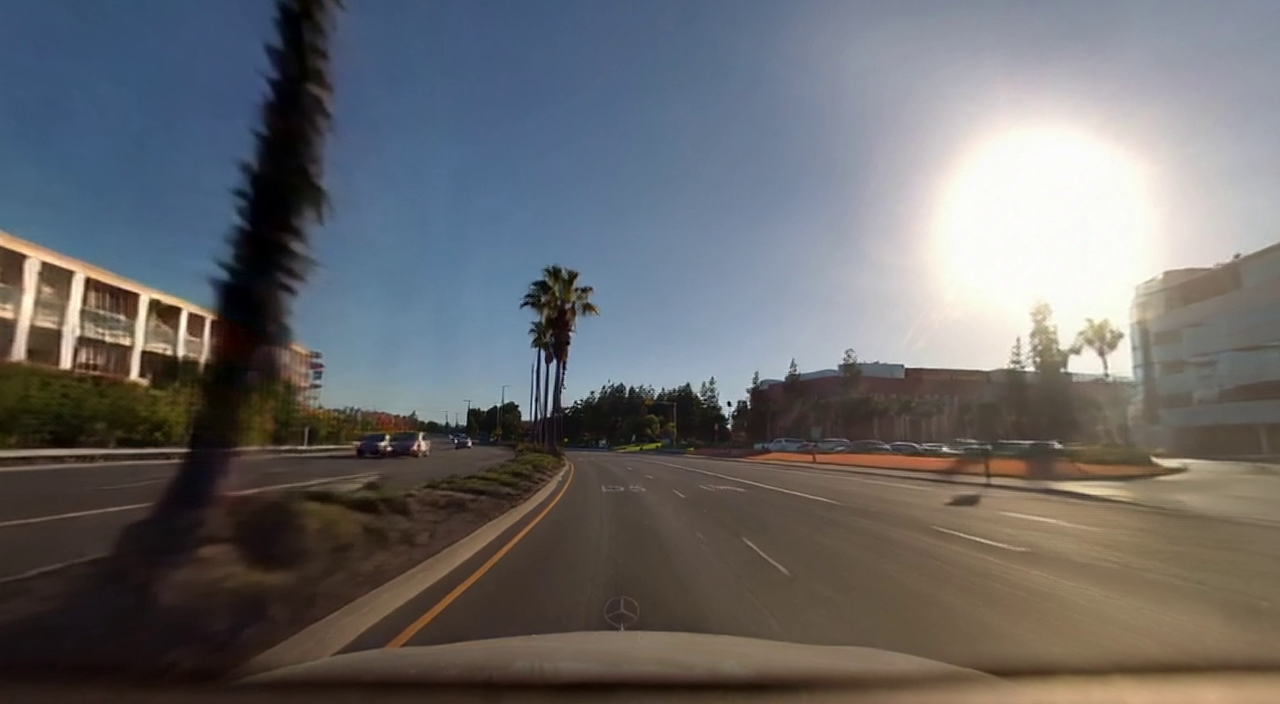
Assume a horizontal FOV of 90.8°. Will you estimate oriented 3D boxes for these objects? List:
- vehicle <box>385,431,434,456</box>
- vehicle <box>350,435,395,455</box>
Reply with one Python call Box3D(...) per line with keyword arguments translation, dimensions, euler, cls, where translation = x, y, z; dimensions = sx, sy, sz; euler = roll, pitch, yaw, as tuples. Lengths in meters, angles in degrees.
Box3D(translation=(-15.672, 6.274, 43.188), dimensions=(2.012, 1.633, 4.505), euler=(1, -9, -5), cls="vehicle")
Box3D(translation=(-20.517, 7.183, 48.616), dimensions=(1.918, 1.465, 4.508), euler=(1, -9, -6), cls="vehicle")
